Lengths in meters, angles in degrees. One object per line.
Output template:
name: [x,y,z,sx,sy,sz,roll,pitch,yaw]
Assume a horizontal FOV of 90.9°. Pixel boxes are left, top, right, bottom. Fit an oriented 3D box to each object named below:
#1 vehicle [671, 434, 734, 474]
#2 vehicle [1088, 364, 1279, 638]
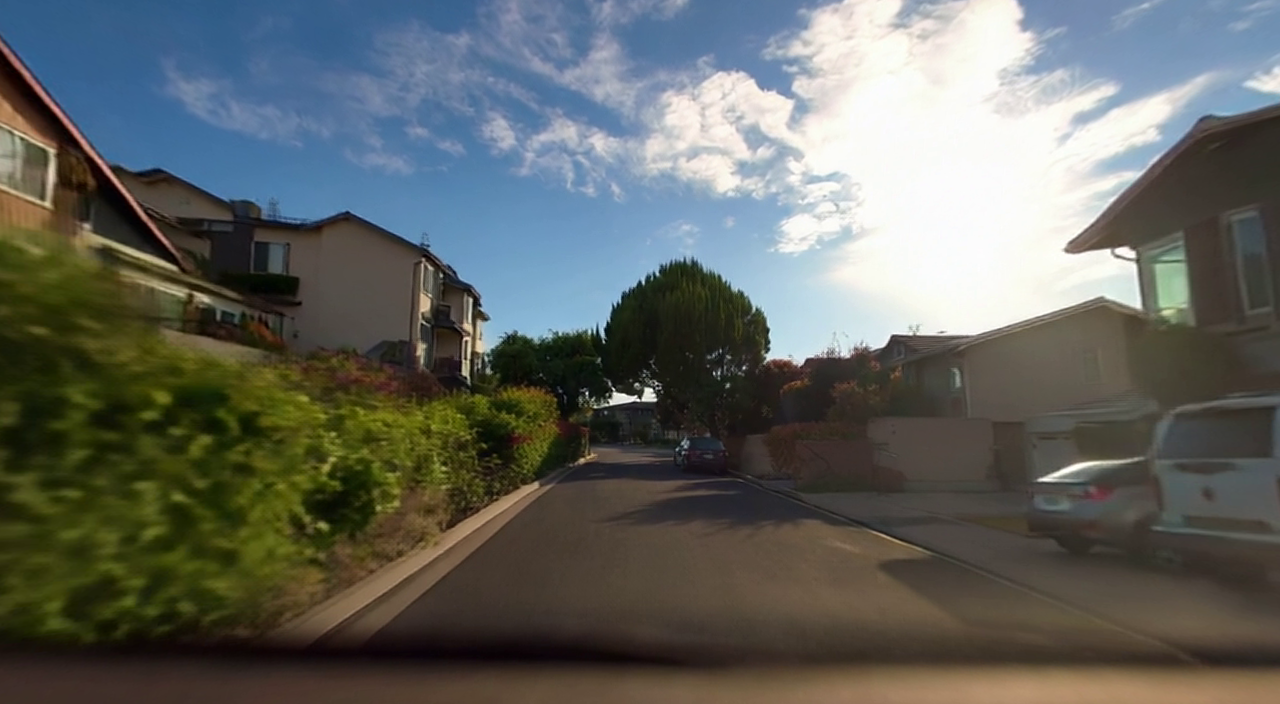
vehicle: [2.477,4.156,26.106,1.955,1.498,4.046,0,-7,-4]
vehicle: [8.232,1.394,6.364,5.739,2.299,2.216,0,-8,-3]
